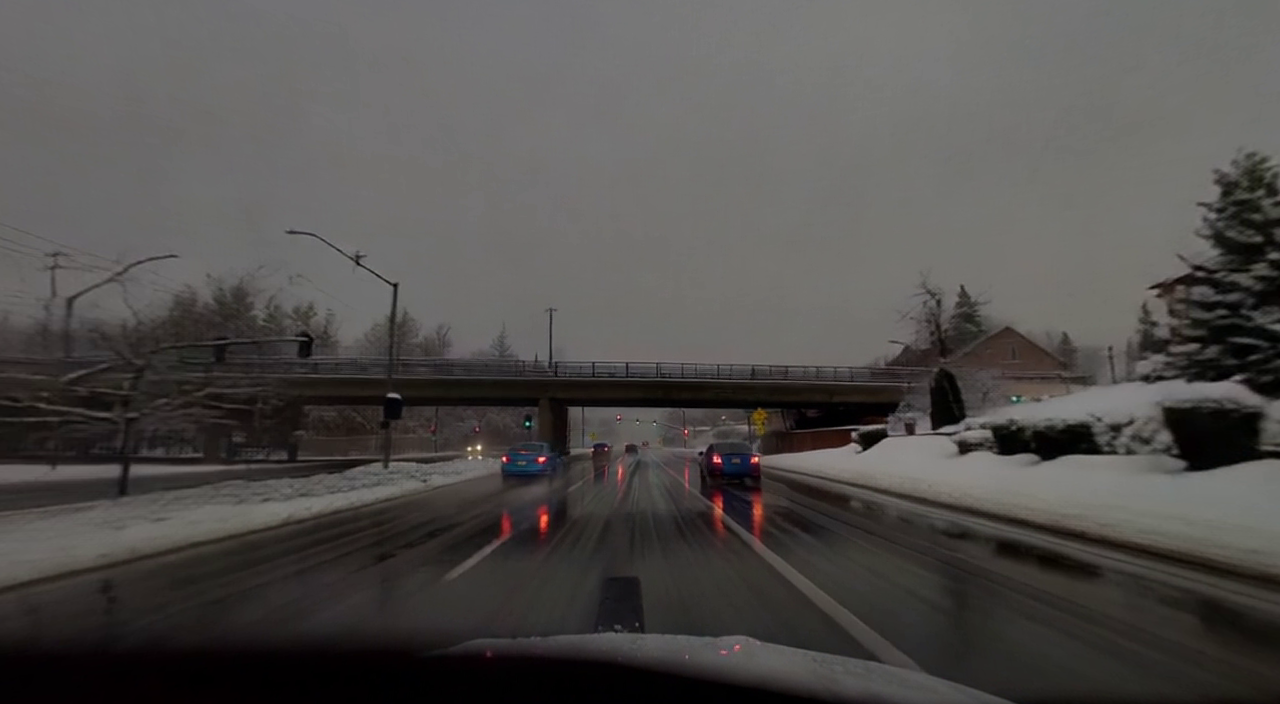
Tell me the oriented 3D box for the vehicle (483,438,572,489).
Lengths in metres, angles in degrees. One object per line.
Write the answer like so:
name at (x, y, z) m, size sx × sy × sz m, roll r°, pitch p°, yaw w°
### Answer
vehicle at (-3.589, 3.638, 21.003) m, size 2.060 × 1.484 × 4.417 m, roll 0°, pitch -8°, yaw 1°

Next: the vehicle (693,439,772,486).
vehicle at (3.157, 3.848, 22.424) m, size 2.068 × 1.497 × 4.247 m, roll 0°, pitch -8°, yaw -1°
